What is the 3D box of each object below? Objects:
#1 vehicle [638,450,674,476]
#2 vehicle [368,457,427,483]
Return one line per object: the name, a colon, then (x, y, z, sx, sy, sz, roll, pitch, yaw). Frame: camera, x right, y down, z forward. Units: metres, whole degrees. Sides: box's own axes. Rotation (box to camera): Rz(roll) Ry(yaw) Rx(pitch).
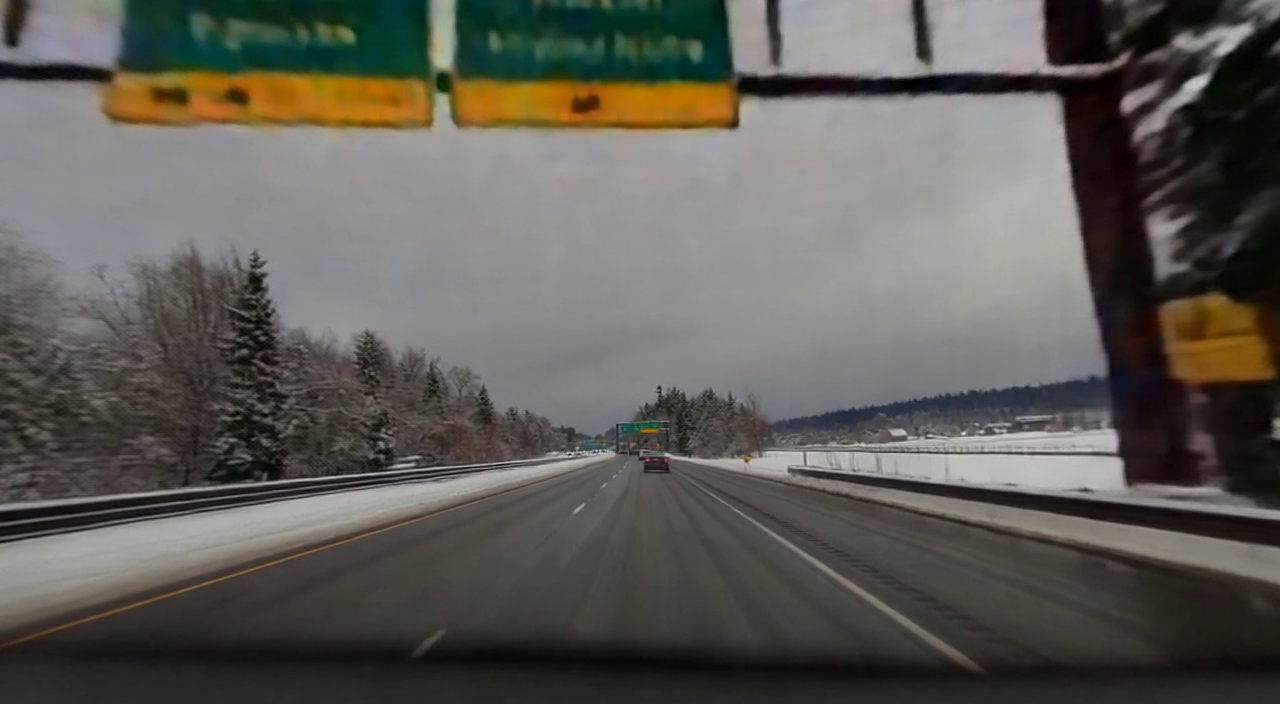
vehicle: (0.917, 6.706, 38.290, 2.036, 1.457, 3.471, 0, -9, -1)
vehicle: (-17.180, 8.374, 44.959, 2.335, 1.694, 4.933, 0, -9, -1)
